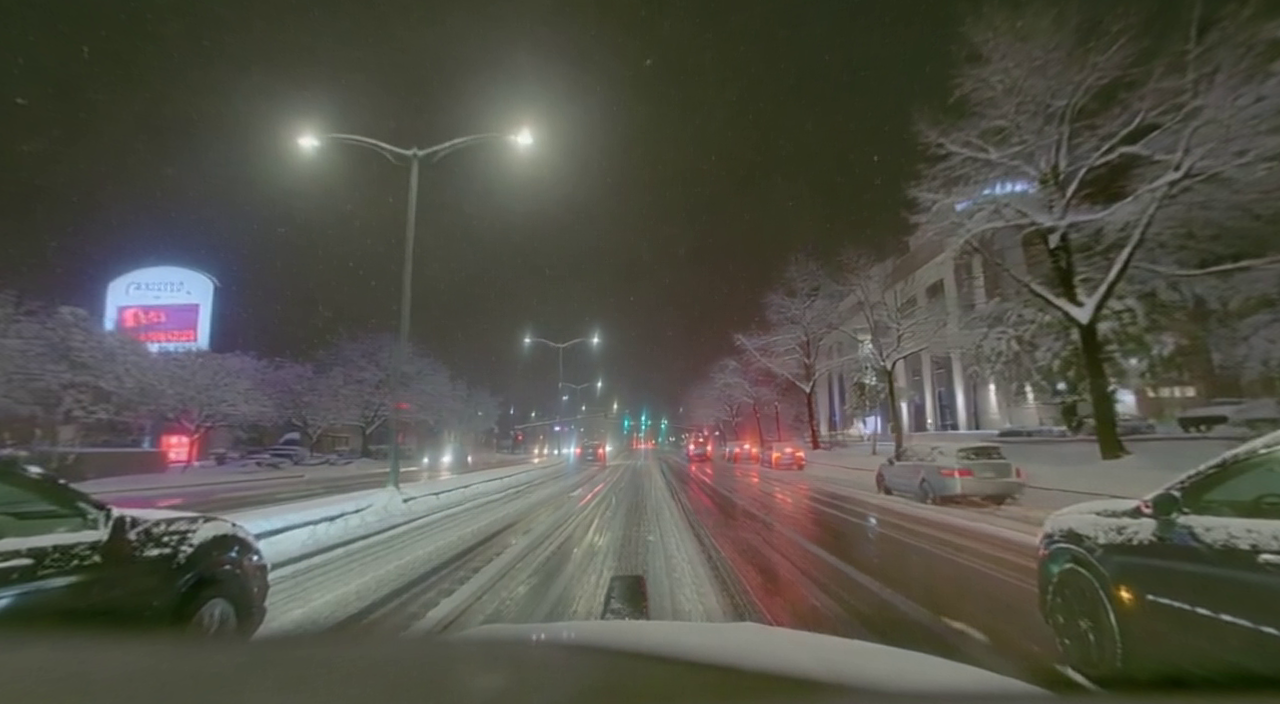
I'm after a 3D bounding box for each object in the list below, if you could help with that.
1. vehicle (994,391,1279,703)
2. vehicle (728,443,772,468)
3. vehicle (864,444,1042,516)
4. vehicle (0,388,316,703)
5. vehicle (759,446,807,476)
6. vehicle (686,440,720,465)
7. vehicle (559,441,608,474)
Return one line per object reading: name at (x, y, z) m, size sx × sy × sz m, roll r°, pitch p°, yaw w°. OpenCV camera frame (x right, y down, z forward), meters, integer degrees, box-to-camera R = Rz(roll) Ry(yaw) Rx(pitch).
vehicle at (3.315, 0.823, 1.809) m, size 1.981 × 1.499 × 4.536 m, roll 0°, pitch -8°, yaw 1°
vehicle at (7.535, 7.135, 43.664) m, size 1.918 × 1.598 × 4.536 m, roll 0°, pitch -8°, yaw -4°
vehicle at (7.377, 3.021, 15.513) m, size 1.976 × 1.469 × 4.576 m, roll 0°, pitch -8°, yaw -1°
vehicle at (-3.328, 0.831, 1.788) m, size 2.155 × 1.504 × 4.776 m, roll -1°, pitch -8°, yaw 2°
vehicle at (7.543, 5.764, 33.559) m, size 1.654 × 1.440 × 3.647 m, roll 0°, pitch -8°, yaw -1°
vehicle at (4.487, 7.268, 45.636) m, size 2.007 × 1.683 × 4.171 m, roll 0°, pitch -8°, yaw -1°
vehicle at (-2.737, 5.210, 31.384) m, size 1.917 × 1.511 × 4.436 m, roll -1°, pitch -8°, yaw 1°
